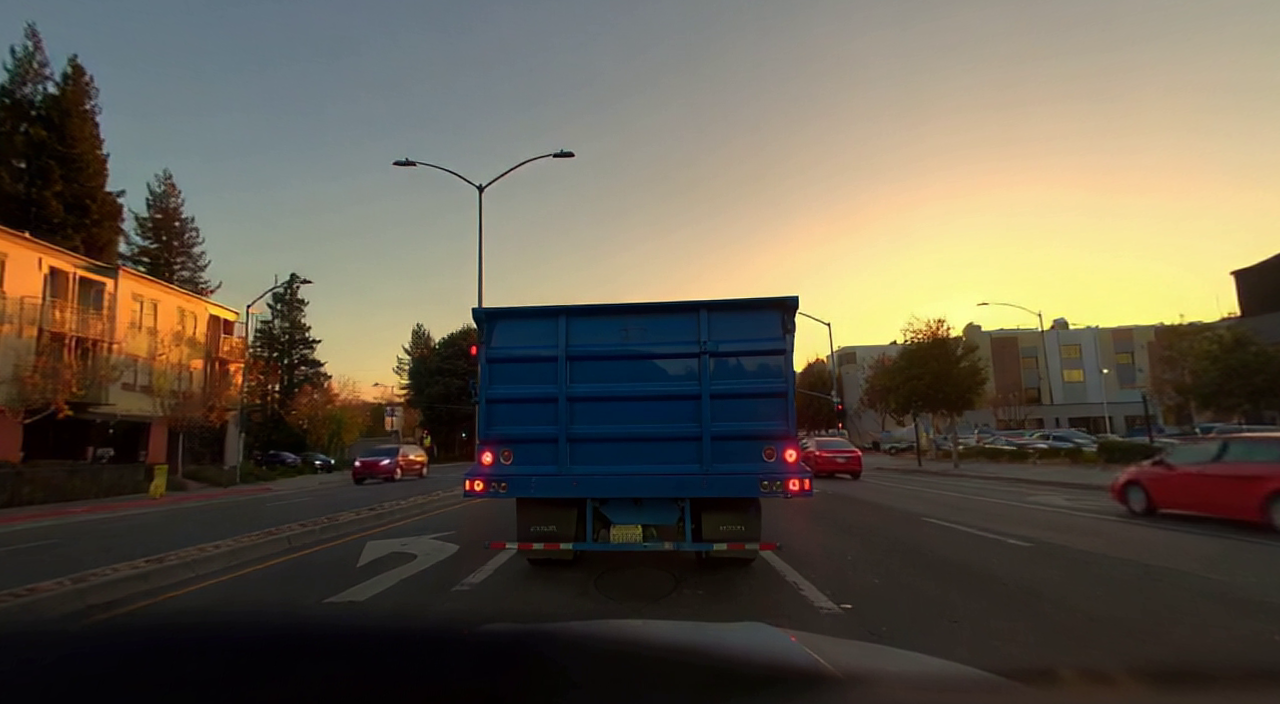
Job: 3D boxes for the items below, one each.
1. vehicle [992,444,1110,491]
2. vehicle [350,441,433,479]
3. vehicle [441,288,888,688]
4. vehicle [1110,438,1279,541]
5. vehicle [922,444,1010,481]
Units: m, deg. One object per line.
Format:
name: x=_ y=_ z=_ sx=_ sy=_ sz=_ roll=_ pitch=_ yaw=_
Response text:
vehicle: x=14.326 y=4.008 z=22.248 sx=1.702 sy=1.475 sz=3.670 roll=-1 pitch=-8 yaw=1
vehicle: x=-14.009 y=6.107 z=36.061 sx=2.218 sy=1.926 sz=5.753 roll=-1 pitch=-8 yaw=2
vehicle: x=0.288 y=1.300 z=7.378 sx=2.650 sy=2.391 sz=7.008 roll=-1 pitch=-8 yaw=3
vehicle: x=10.200 y=2.157 z=10.320 sx=1.907 sy=1.465 sz=4.077 roll=-1 pitch=-8 yaw=2
vehicle: x=14.193 y=4.802 z=27.743 sx=1.777 sy=1.488 sz=4.081 roll=-1 pitch=-8 yaw=1
